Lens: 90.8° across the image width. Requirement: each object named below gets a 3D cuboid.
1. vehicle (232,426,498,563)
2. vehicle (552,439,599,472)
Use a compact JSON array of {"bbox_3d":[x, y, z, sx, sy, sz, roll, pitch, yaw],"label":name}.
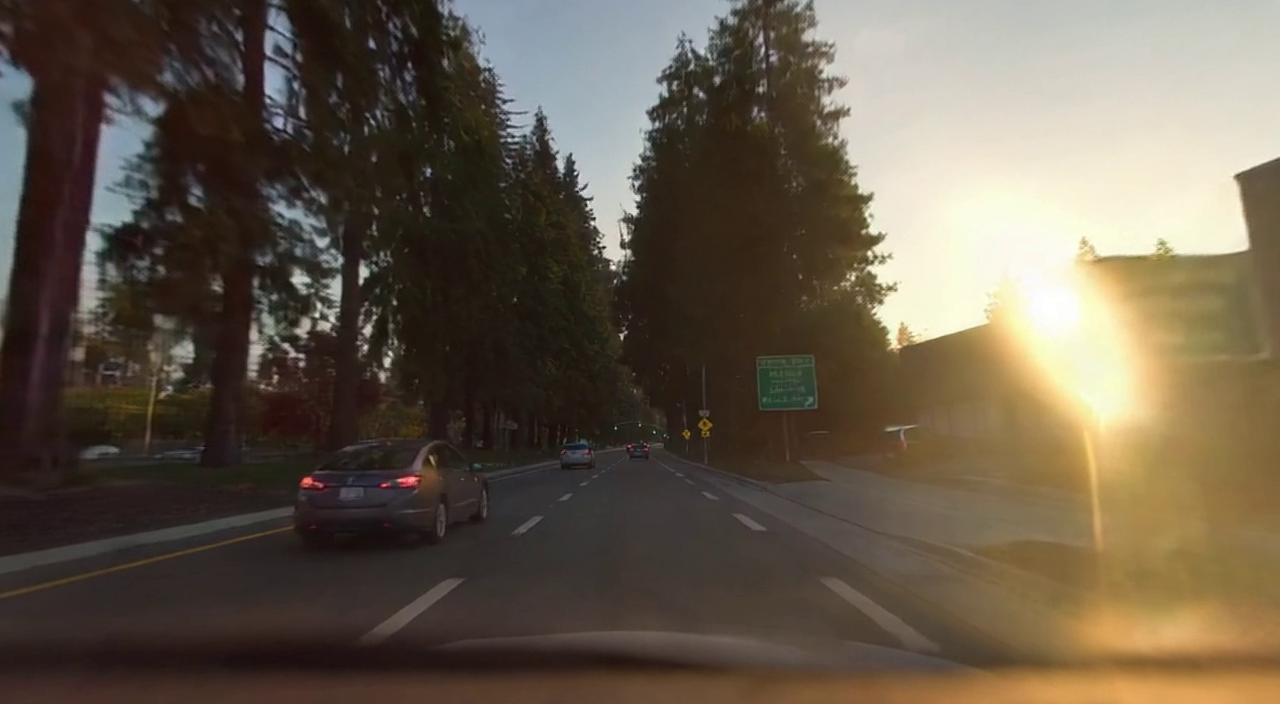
[{"bbox_3d":[-3.497,1.890,9.128,1.862,1.478,4.369,0,-9,0],"label":"vehicle"},{"bbox_3d":[-3.326,5.432,33.256,1.942,1.588,4.172,0,-9,1],"label":"vehicle"}]
